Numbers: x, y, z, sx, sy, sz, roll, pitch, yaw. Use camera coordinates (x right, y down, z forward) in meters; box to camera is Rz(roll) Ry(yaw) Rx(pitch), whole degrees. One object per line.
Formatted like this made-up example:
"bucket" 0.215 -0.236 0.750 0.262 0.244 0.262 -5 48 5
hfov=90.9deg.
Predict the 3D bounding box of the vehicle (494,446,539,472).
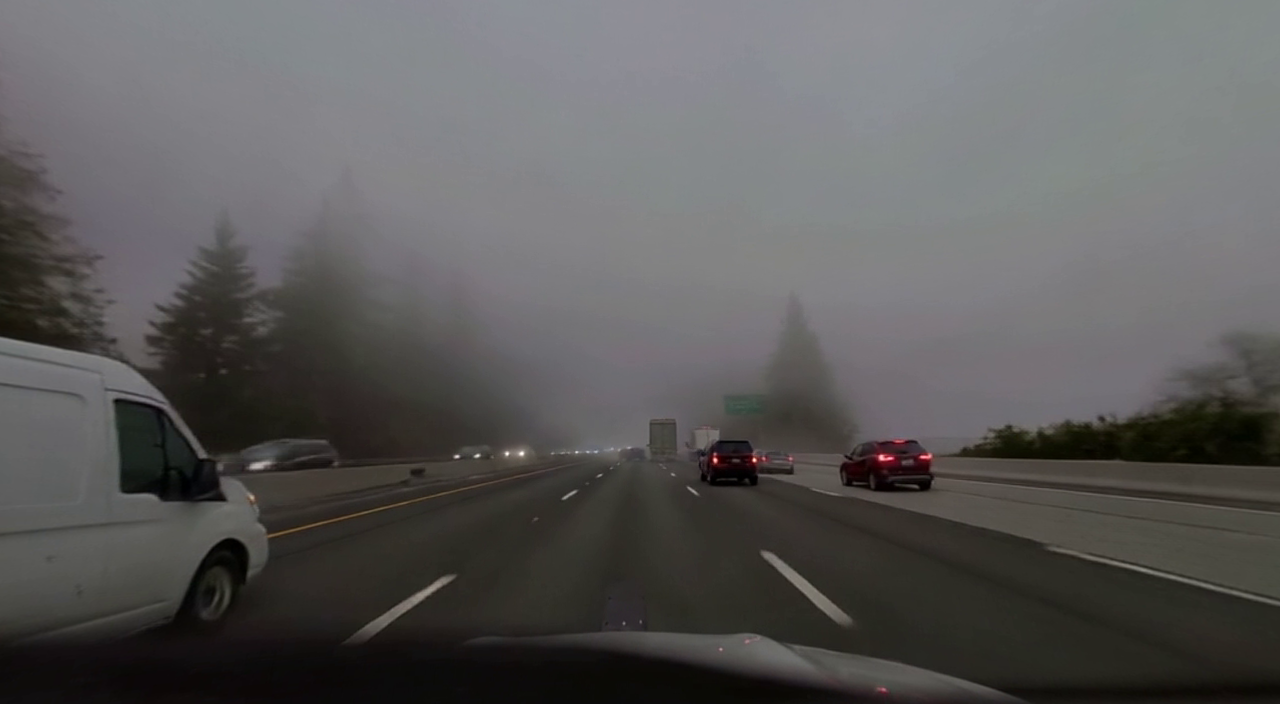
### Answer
"vehicle" -8.148 7.086 42.092 2.081 1.656 4.378 0 -8 0

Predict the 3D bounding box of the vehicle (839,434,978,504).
"vehicle" 7.326 3.210 17.767 1.976 1.703 4.288 0 -8 -1

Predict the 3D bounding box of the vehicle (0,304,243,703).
"vehicle" -3.837 0.594 1.554 2.159 1.922 5.345 0 -8 1

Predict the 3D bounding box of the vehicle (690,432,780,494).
"vehicle" 3.074 3.726 21.529 2.209 1.862 4.717 0 -8 -1

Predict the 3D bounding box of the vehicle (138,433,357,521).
"vehicle" -8.562 2.730 14.399 2.112 1.672 4.433 0 -8 0

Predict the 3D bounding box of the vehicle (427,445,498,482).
"vehicle" -8.247 5.190 29.744 1.959 1.584 4.421 0 -8 1
